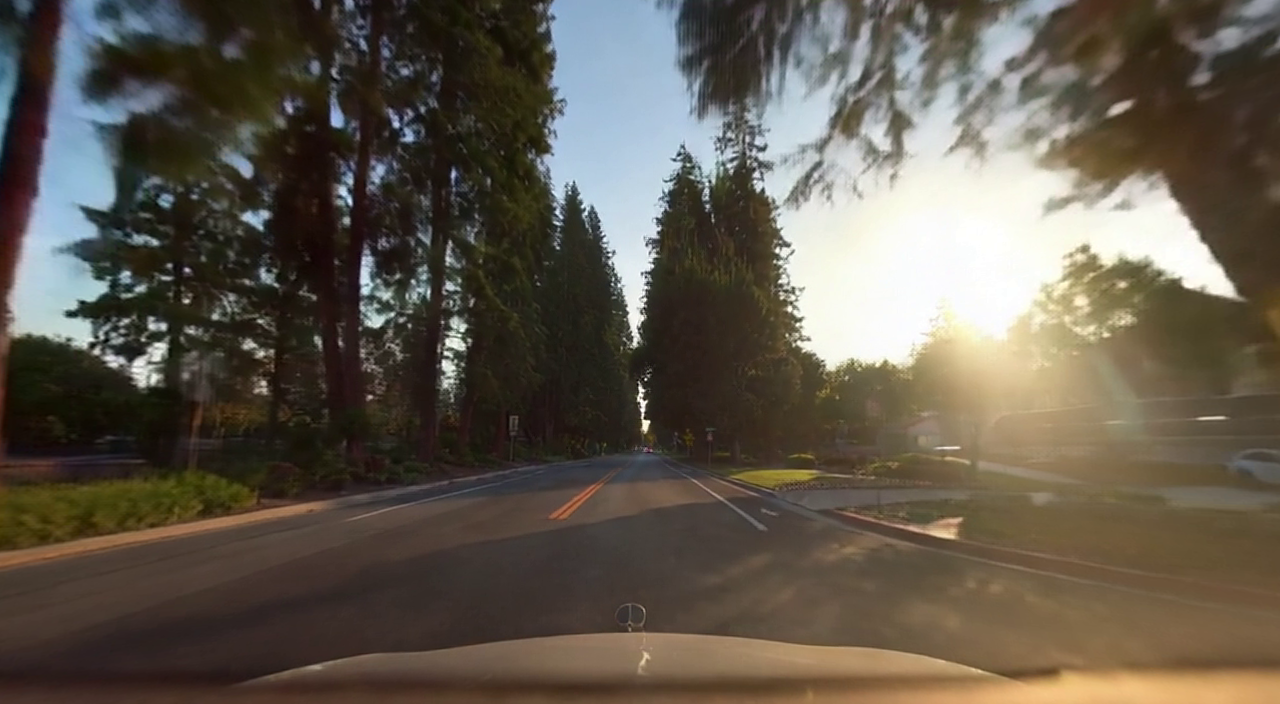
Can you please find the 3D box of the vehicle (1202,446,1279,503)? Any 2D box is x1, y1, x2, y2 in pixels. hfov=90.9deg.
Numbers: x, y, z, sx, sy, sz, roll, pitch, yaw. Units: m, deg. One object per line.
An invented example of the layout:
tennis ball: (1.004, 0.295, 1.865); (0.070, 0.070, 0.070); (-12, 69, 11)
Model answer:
vehicle: (20.006, 3.879, 20.383); (1.958, 1.644, 4.527); (-5, -10, 33)
